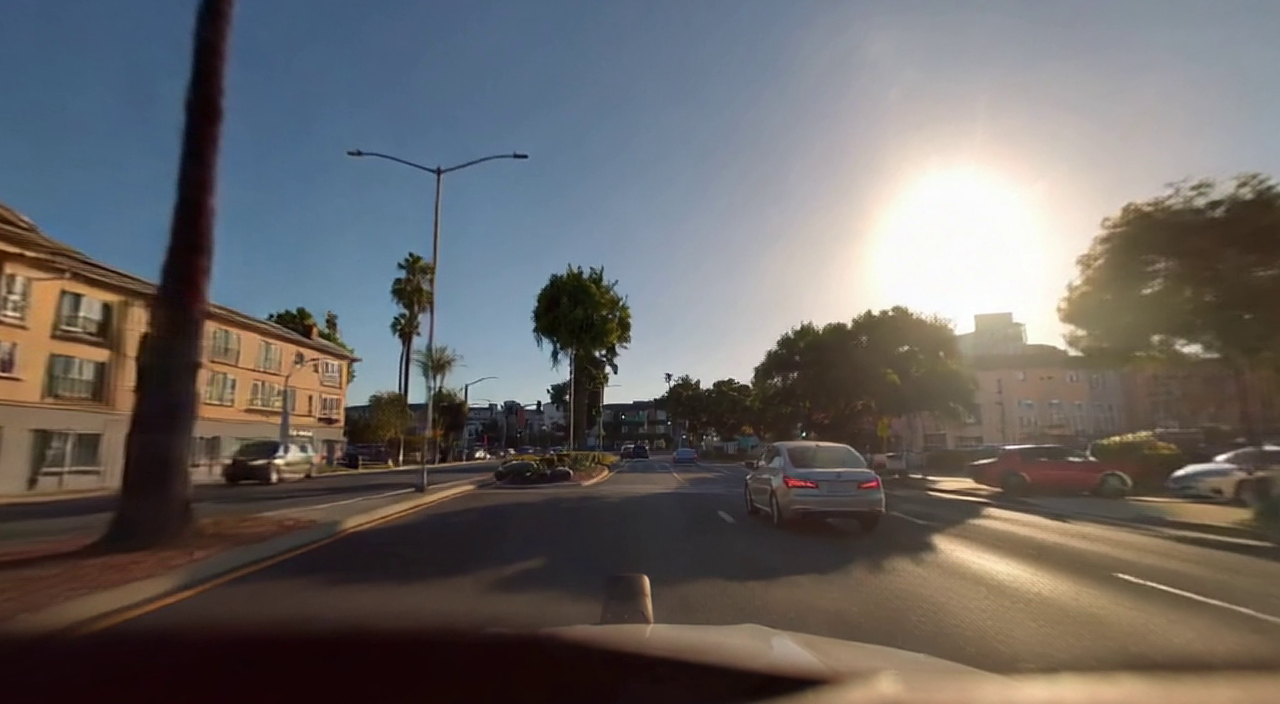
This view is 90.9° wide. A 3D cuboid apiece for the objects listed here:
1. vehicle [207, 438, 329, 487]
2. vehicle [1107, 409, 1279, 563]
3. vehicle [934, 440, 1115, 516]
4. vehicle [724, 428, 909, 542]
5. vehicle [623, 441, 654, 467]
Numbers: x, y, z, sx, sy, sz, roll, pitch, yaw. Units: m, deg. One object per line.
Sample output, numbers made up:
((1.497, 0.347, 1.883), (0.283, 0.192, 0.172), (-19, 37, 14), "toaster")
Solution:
((-15.549, 4.625, 26.741), (2.180, 1.830, 4.924), (0, -9, -1), "vehicle")
((9.954, 1.798, 8.425), (2.618, 2.048, 6.195), (0, -9, 0), "vehicle")
((10.125, 3.307, 17.150), (1.982, 1.766, 4.555), (0, -9, -1), "vehicle")
((2.846, 2.251, 11.324), (2.009, 1.639, 4.267), (0, -9, -1), "vehicle")
((-0.067, 7.254, 44.958), (2.087, 1.709, 4.076), (0, -9, 1), "vehicle")
